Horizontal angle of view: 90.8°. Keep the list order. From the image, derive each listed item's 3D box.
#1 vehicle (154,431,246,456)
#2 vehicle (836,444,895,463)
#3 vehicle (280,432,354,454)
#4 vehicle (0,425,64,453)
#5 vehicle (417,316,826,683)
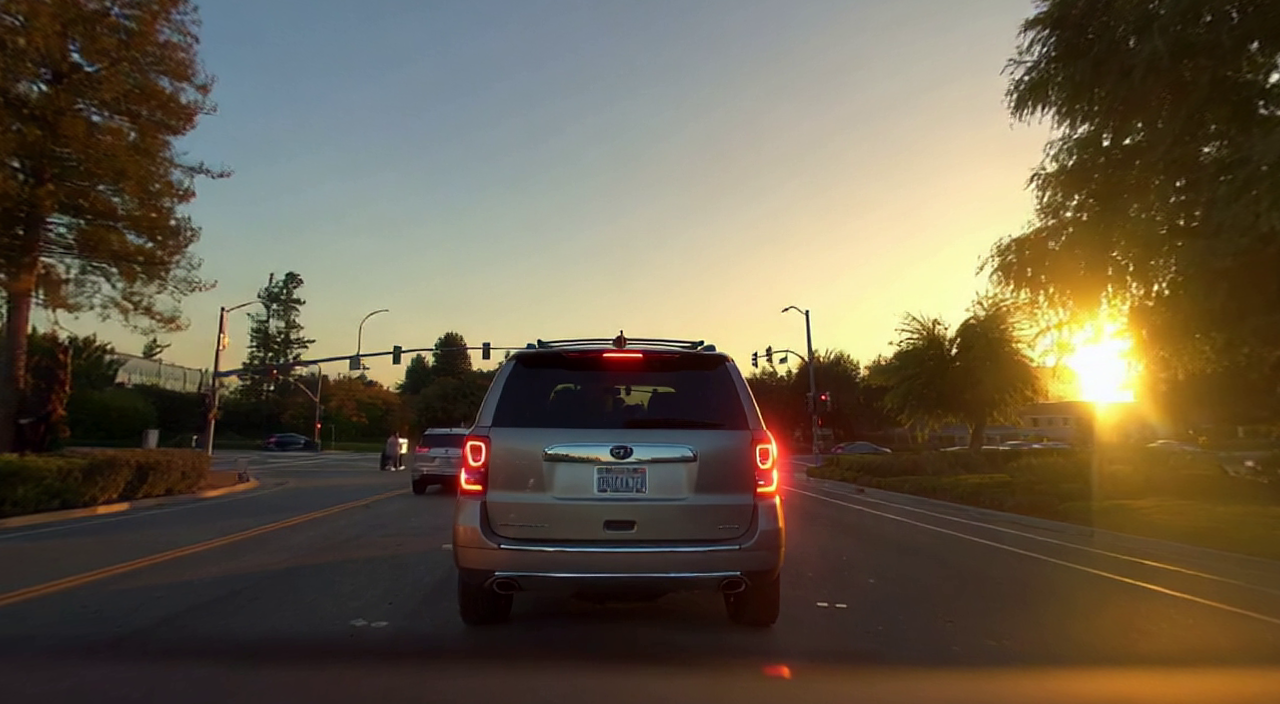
[{"bbox_3d":[-28.379,5.934,40.838,4.435,1.574,1.816,1,-9,-9],"label":"vehicle"},{"bbox_3d":[17.685,7.941,49.455,4.327,1.462,1.776,4,-9,-26],"label":"vehicle"},{"bbox_3d":[-24.755,7.008,48.483,4.576,1.632,1.960,1,-9,-8],"label":"vehicle"},{"bbox_3d":[-38.190,5.337,38.666,3.926,1.536,1.731,-1,-9,-6],"label":"vehicle"},{"bbox_3d":[-0.245,1.161,6.015,2.333,2.087,4.586,1,-8,-4],"label":"vehicle"}]
